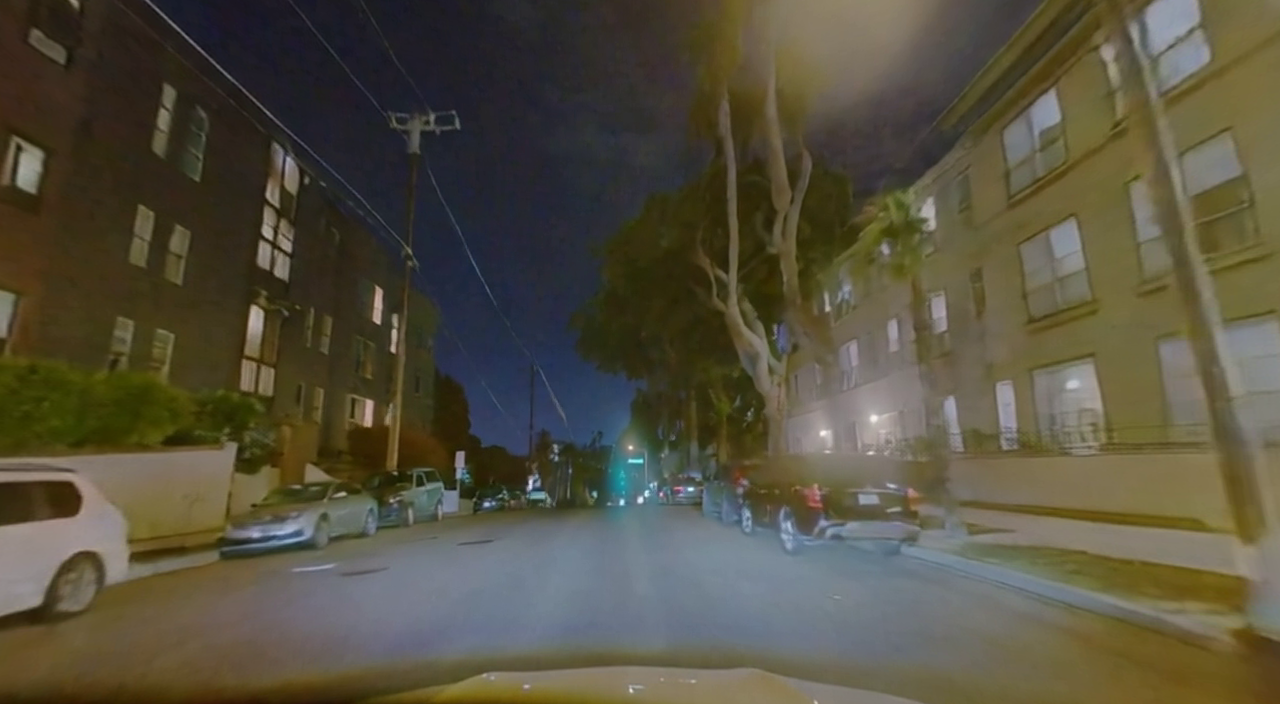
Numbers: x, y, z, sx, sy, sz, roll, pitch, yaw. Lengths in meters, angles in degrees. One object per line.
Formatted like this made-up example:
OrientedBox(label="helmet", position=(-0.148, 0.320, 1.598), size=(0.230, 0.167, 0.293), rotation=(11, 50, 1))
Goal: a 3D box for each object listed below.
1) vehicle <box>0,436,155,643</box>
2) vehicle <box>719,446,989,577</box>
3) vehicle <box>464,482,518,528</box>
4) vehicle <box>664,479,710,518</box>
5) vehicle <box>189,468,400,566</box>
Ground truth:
OrientedBox(label="vehicle", position=(-6.208, 1.479, 4.671), size=(1.887, 1.706, 4.411), rotation=(0, -8, -4))
OrientedBox(label="vehicle", position=(2.844, 2.222, 9.805), size=(2.212, 1.476, 4.678), rotation=(1, -8, -5))
OrientedBox(label="vehicle", position=(-7.557, 7.780, 32.372), size=(1.933, 1.824, 5.142), rotation=(0, -8, -5))
OrientedBox(label="vehicle", position=(2.104, 6.739, 29.257), size=(1.756, 1.455, 3.965), rotation=(0, -8, -1))
OrientedBox(label="vehicle", position=(-6.706, 3.213, 12.911), size=(1.960, 1.437, 4.454), rotation=(0, -8, -3))
